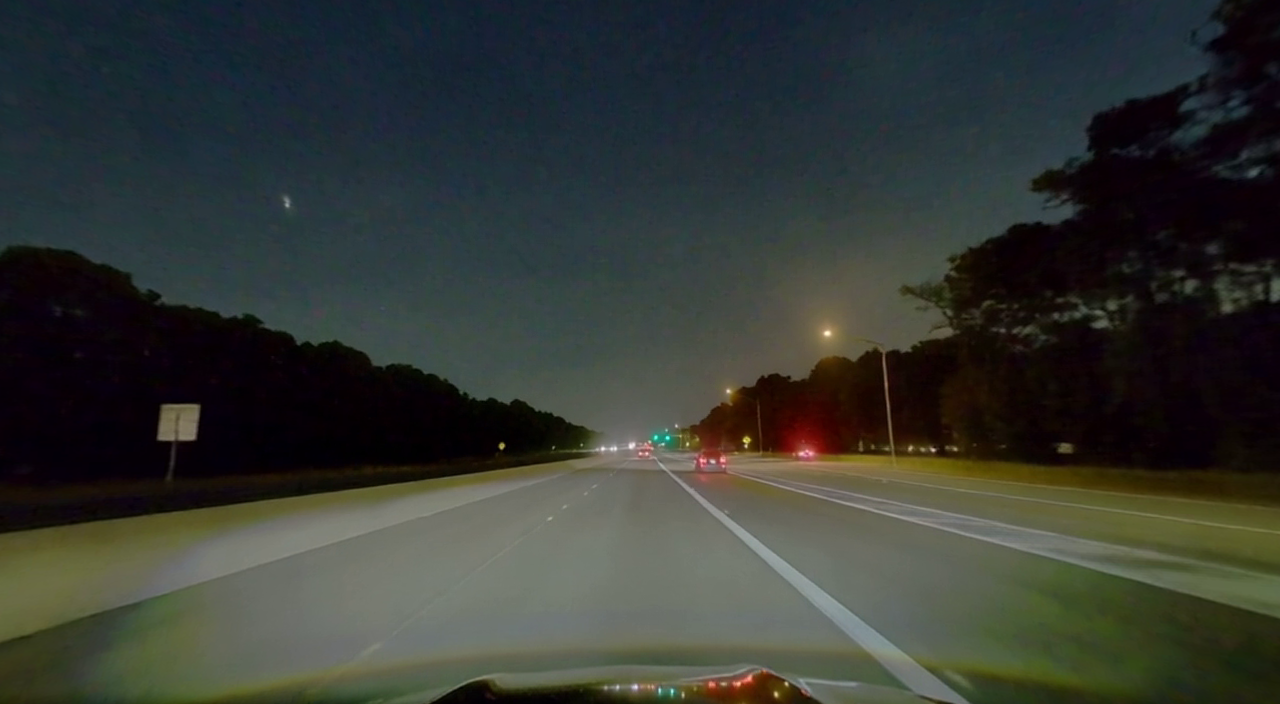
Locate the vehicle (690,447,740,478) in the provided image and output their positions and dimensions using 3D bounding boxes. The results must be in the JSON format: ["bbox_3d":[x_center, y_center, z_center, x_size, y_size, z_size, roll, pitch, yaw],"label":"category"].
[{"bbox_3d":[3.874,5.818,33.435,2.115,1.522,4.330,0,-9,0],"label":"vehicle"}]
